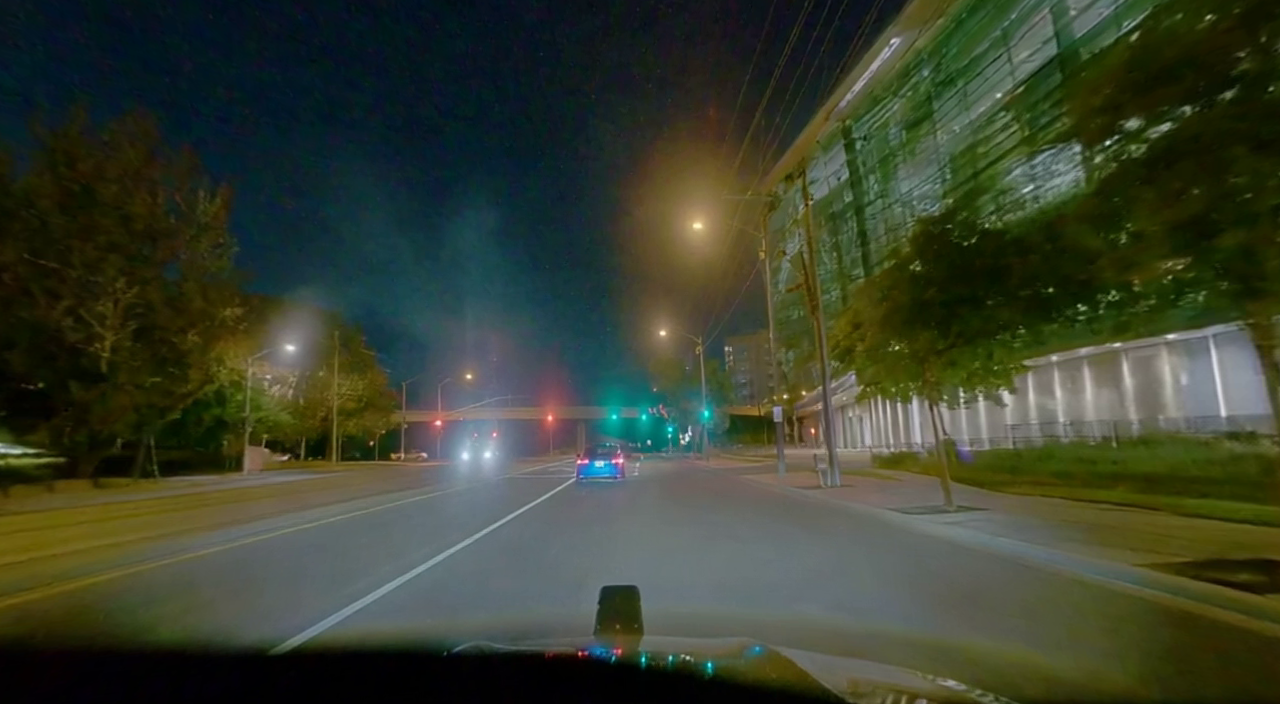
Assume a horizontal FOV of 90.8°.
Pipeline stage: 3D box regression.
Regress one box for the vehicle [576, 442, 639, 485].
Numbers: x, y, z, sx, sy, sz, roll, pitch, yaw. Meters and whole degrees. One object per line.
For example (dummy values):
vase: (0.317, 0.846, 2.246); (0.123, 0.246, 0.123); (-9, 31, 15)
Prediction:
vehicle: (-1.175, 4.193, 24.134); (2.154, 1.465, 4.532); (0, -9, -1)
